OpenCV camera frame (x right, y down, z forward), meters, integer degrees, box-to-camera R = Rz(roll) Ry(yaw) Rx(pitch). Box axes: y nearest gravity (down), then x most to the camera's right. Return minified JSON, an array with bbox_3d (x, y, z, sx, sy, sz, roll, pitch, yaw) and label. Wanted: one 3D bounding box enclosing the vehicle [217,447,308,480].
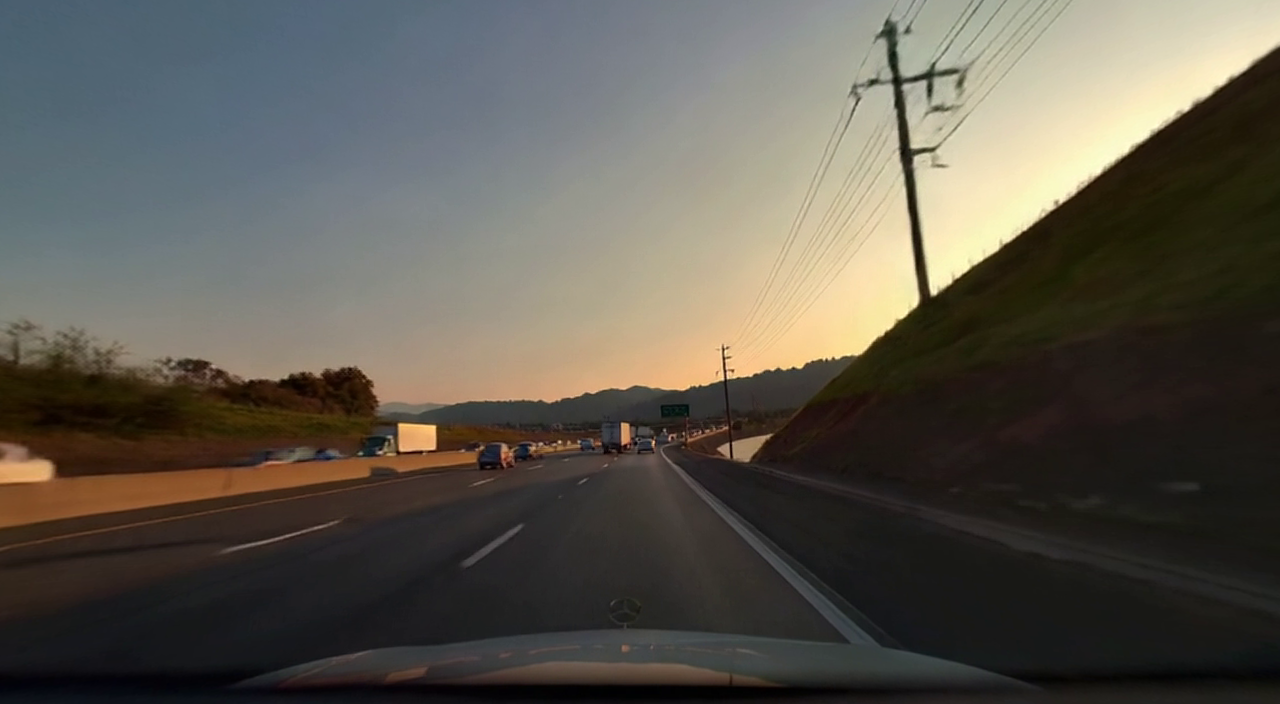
[{"bbox_3d":[-20.789,6.123,35.029,2.162,1.661,4.641,0,-8,0],"label":"vehicle"}]
